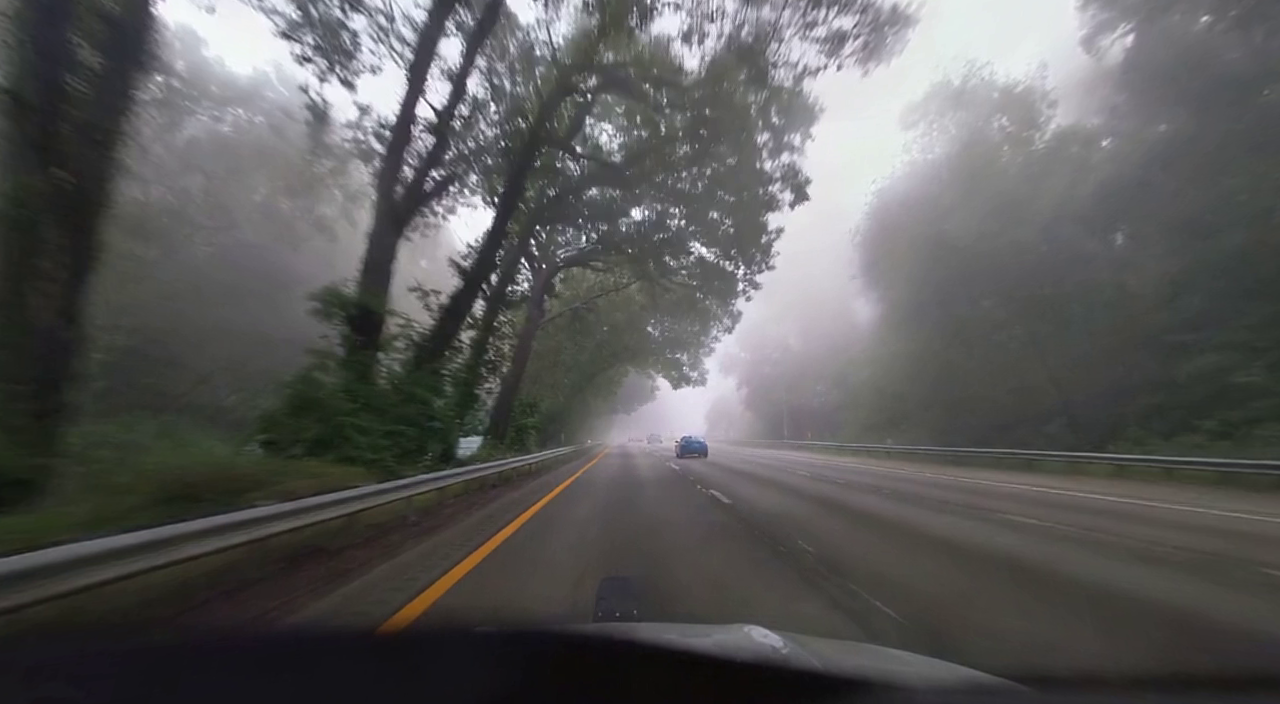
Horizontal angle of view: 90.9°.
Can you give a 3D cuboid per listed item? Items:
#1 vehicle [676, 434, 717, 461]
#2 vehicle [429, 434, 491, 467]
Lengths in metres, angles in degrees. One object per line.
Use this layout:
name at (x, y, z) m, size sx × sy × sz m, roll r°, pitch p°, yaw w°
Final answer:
vehicle at (3.336, 5.710, 37.934) m, size 2.017 × 1.502 × 4.369 m, roll 0°, pitch -8°, yaw -1°
vehicle at (-9.200, 5.045, 32.554) m, size 1.973 × 1.593 × 4.516 m, roll 0°, pitch -8°, yaw -1°
